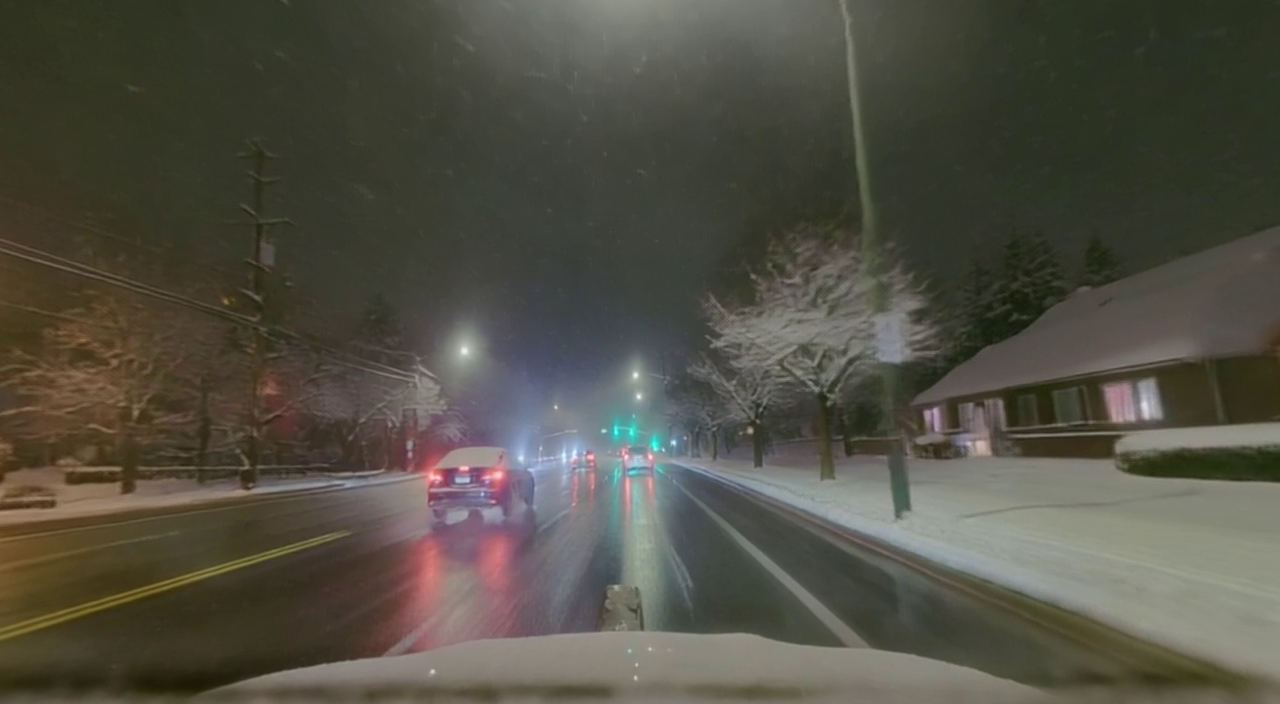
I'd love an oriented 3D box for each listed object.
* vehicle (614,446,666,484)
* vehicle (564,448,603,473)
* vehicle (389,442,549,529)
[{"bbox_3d":[-0.016,4.745,26.774,2.065,1.456,4.099,0,-9,0],"label":"vehicle"},{"bbox_3d":[-3.560,6.868,40.185,2.114,1.500,3.912,0,-9,0],"label":"vehicle"},{"bbox_3d":[-3.230,2.611,12.959,2.030,1.467,4.403,0,-9,0],"label":"vehicle"}]
